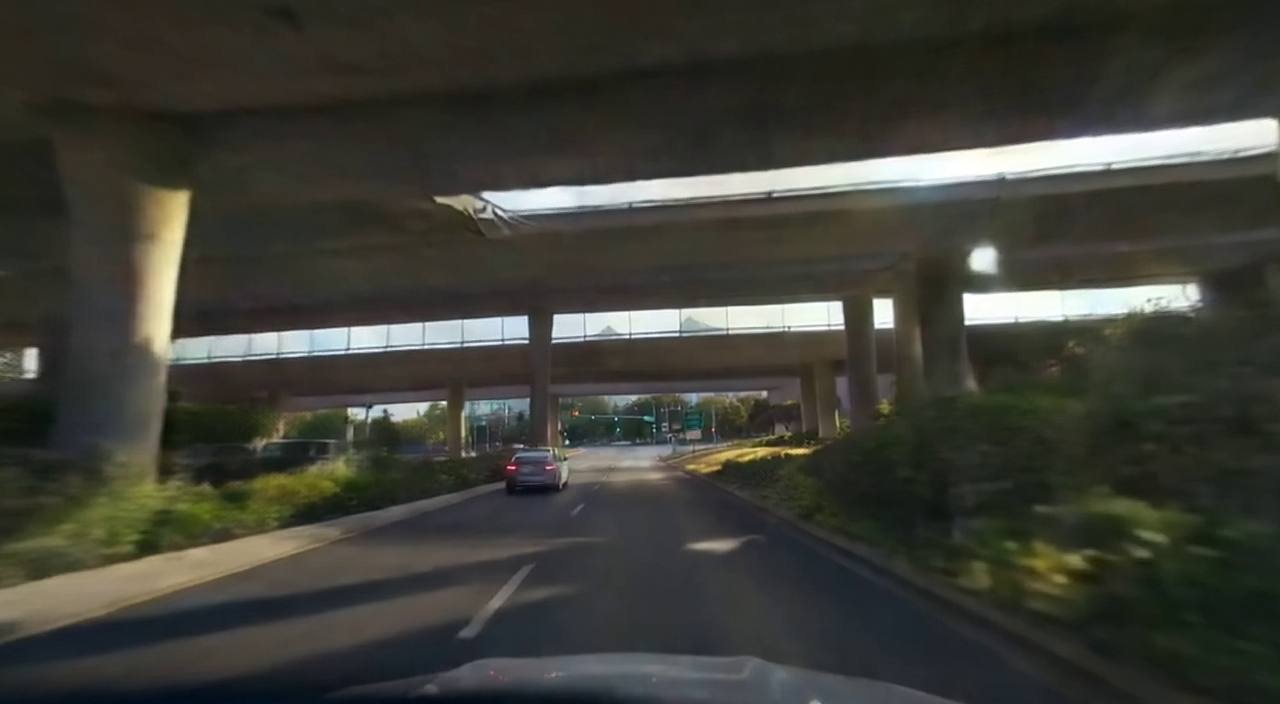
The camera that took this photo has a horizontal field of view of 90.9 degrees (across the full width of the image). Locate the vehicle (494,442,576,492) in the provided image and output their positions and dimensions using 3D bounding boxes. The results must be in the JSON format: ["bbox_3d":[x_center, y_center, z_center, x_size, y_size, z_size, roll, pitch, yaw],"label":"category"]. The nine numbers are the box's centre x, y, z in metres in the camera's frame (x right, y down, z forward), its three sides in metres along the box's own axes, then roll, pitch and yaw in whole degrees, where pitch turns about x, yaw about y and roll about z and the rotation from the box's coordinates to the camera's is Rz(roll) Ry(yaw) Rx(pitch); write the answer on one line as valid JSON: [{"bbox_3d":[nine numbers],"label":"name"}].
[{"bbox_3d":[-3.390,3.806,21.225,1.963,1.460,4.614,0,-9,0],"label":"vehicle"}]
